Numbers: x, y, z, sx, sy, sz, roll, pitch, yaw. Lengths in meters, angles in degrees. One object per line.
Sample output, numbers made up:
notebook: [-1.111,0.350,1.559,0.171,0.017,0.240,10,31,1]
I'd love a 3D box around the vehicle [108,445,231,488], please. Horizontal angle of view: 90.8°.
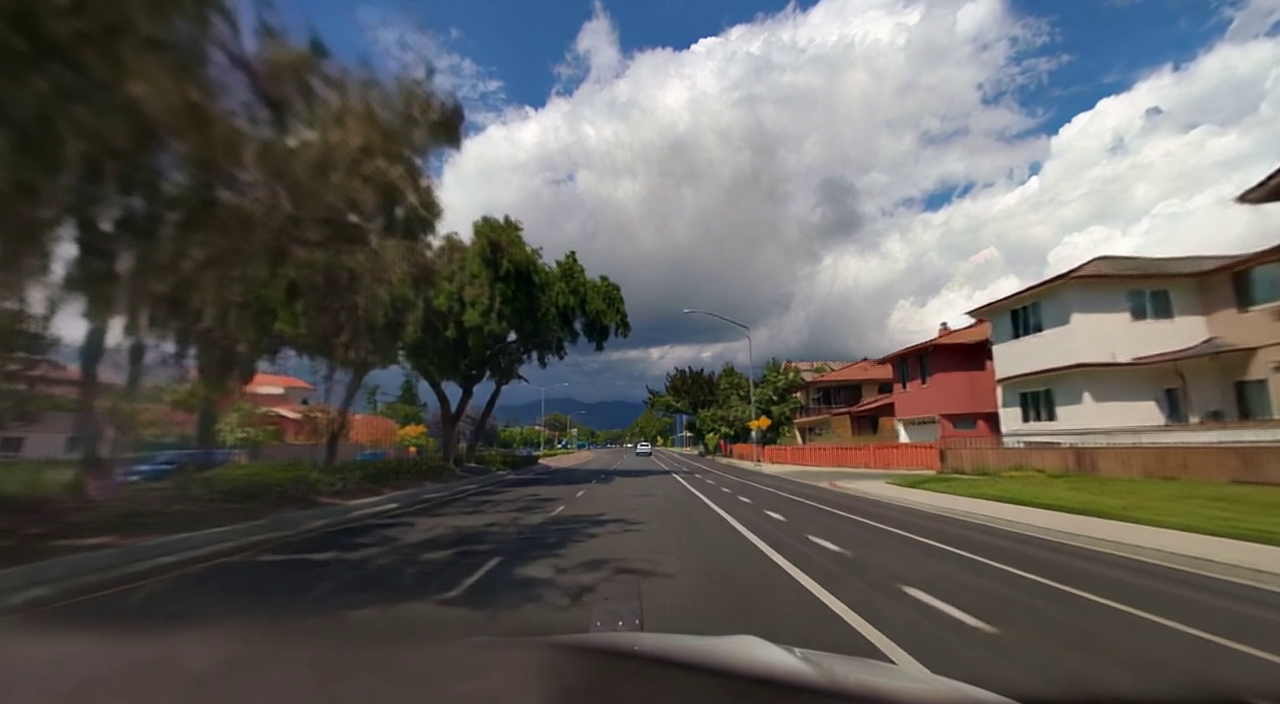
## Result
vehicle: [-20.211,4.907,27.446,1.887,1.664,4.491,-1,-8,0]

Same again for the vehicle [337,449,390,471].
vehicle: [-20.182,7.880,46.337,1.834,1.464,4.490,0,-8,0]
